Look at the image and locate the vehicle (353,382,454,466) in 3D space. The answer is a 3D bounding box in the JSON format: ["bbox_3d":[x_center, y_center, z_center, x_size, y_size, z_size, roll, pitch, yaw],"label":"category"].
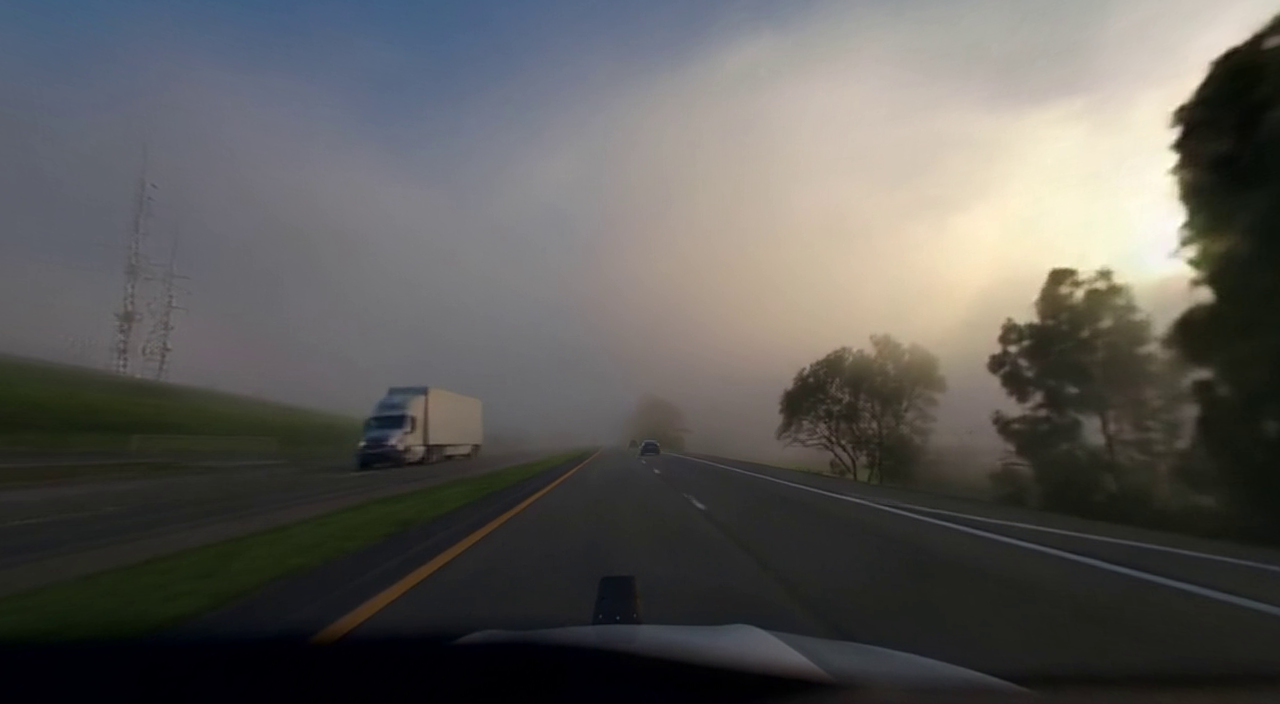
[{"bbox_3d":[-12.059,3.795,32.763,3.046,3.958,5.794,0,-8,-2],"label":"vehicle"}]
